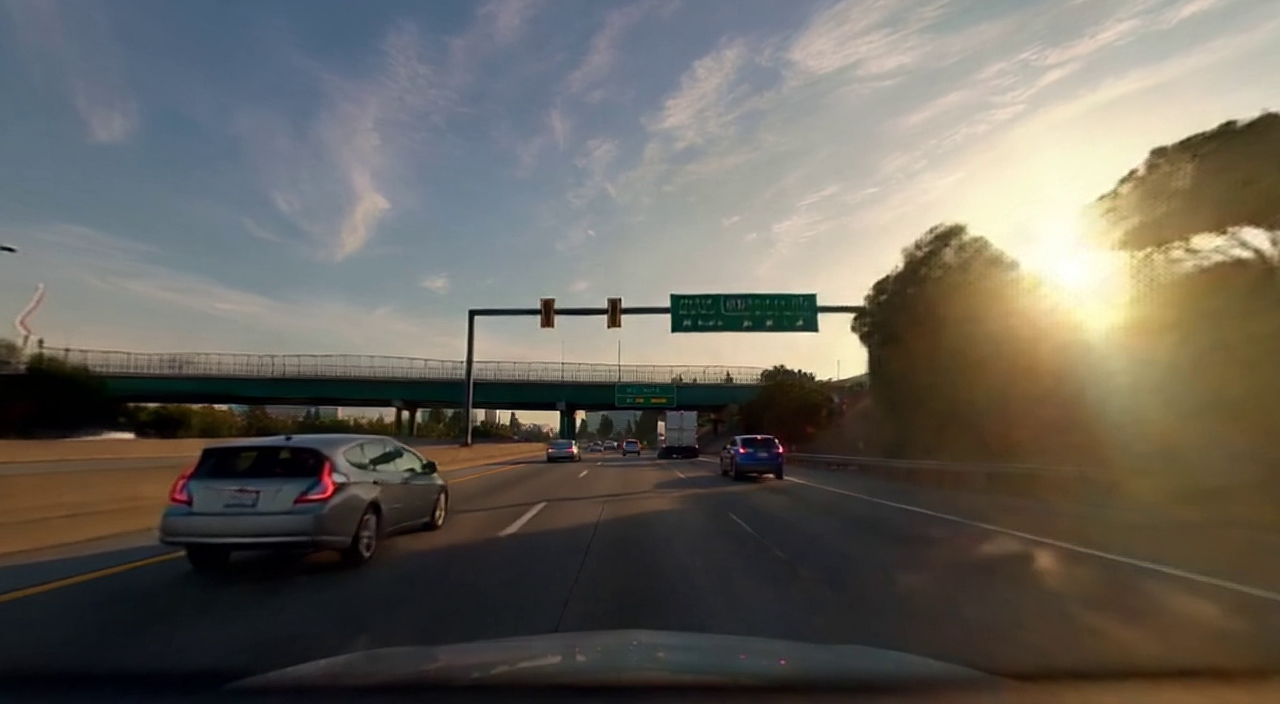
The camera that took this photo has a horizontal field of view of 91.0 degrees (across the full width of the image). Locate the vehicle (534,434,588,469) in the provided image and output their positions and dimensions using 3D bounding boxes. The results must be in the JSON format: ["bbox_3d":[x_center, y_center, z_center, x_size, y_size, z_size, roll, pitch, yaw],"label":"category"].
[{"bbox_3d":[-3.615,4.664,29.727,2.064,1.479,4.370,0,-8,-1],"label":"vehicle"}]

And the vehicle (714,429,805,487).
[{"bbox_3d":[3.672,3.324,20.083,2.001,1.625,4.088,0,-8,-1],"label":"vehicle"}]

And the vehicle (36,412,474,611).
[{"bbox_3d":[-3.540,1.542,7.121,2.122,1.486,4.532,0,-8,-1],"label":"vehicle"}]
